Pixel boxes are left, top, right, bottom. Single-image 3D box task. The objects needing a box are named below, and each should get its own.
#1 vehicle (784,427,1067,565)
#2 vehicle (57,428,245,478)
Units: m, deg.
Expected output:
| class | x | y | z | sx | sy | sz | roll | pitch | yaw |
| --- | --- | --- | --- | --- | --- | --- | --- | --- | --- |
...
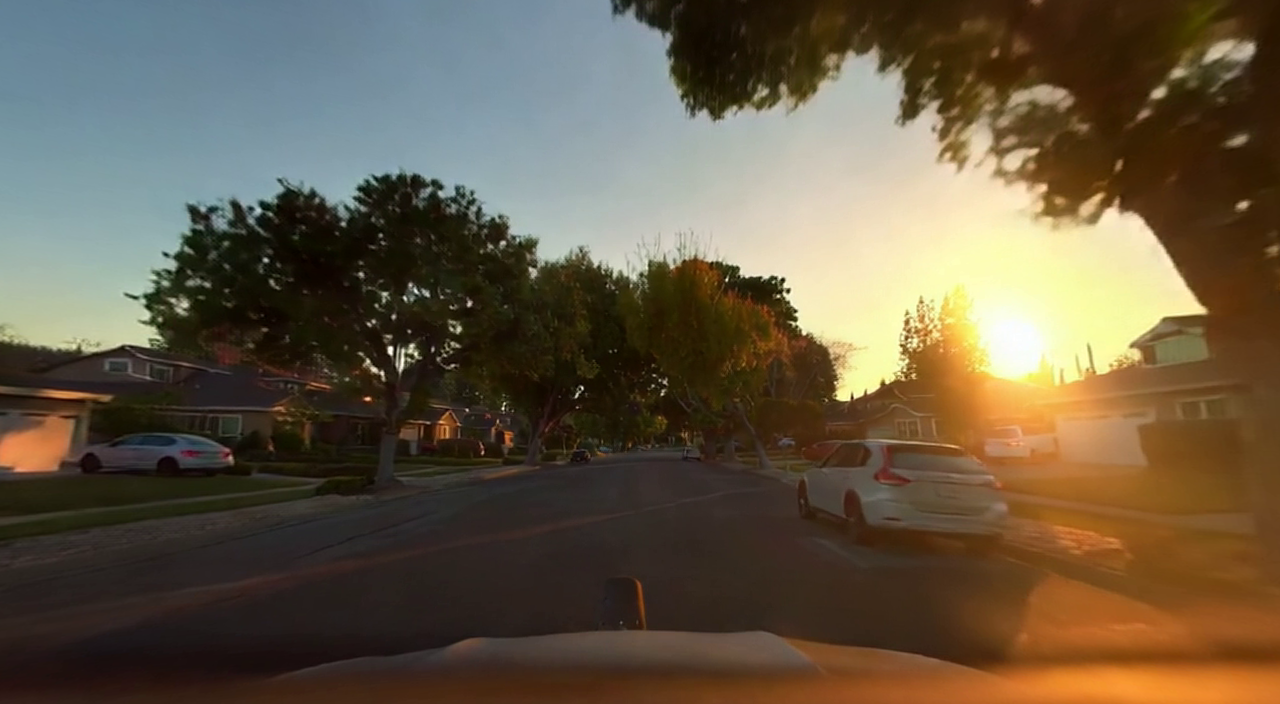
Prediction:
| class | x | y | z | sx | sy | sz | roll | pitch | yaw |
| --- | --- | --- | --- | --- | --- | --- | --- | --- | --- |
| vehicle | 3.893 | 2.050 | 9.846 | 2.136 | 1.596 | 4.790 | 0 | -8 | -1 |
| vehicle | -16.609 | 3.468 | 21.721 | 4.607 | 1.573 | 2.058 | 1 | -9 | -4 |
